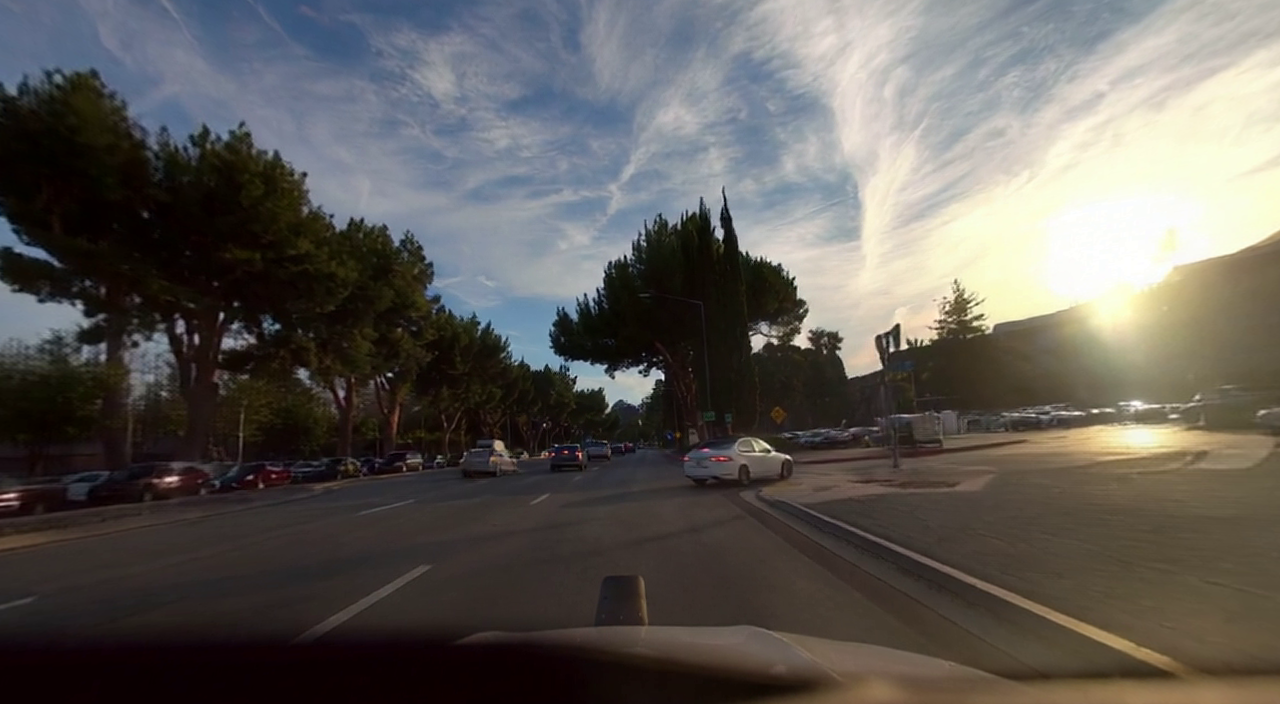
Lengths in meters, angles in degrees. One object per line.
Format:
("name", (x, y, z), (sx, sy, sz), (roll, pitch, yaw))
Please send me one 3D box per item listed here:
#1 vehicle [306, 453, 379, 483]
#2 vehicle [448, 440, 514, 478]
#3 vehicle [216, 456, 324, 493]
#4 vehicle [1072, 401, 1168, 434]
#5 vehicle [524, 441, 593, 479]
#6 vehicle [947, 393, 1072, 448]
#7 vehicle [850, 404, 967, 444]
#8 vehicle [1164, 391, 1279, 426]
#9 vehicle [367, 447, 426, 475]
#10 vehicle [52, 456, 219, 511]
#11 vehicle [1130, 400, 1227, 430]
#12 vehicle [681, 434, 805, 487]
("vehicle", (-16.540, 6.455, 35.374), (1.849, 1.472, 4.441), (0, -8, 1))
("vehicle", (-7.790, 5.278, 31.373), (2.054, 1.744, 4.422), (0, -8, 1))
("vehicle", (-16.769, 5.544, 28.982), (1.981, 1.431, 4.862), (0, -8, 1))
("vehicle", (27.325, 3.796, 36.217), (1.992, 1.498, 4.667), (-5, -9, 3))
("vehicle", (-3.382, 4.614, 27.279), (2.235, 1.500, 4.420), (0, -8, 2))
("vehicle", (15.960, 3.045, 27.148), (6.193, 2.081, 2.569), (7, -11, -40))
("vehicle", (14.178, 3.872, 33.606), (5.161, 1.993, 2.293), (0, -8, 2))
("vehicle", (32.758, 3.260, 35.807), (2.137, 1.697, 4.811), (-1, -8, 3))
("vehicle", (-16.558, 7.406, 43.222), (2.073, 1.749, 4.770), (0, -8, 1))
("vehicle", (-17.309, 4.489, 22.051), (2.084, 1.624, 4.486), (0, -8, 0))
("vehicle", (30.214, 3.576, 35.600), (1.985, 1.485, 4.071), (-1, -8, 3))
("vehicle", (3.495, 3.509, 20.820), (2.208, 1.513, 4.504), (-6, -10, 35))
